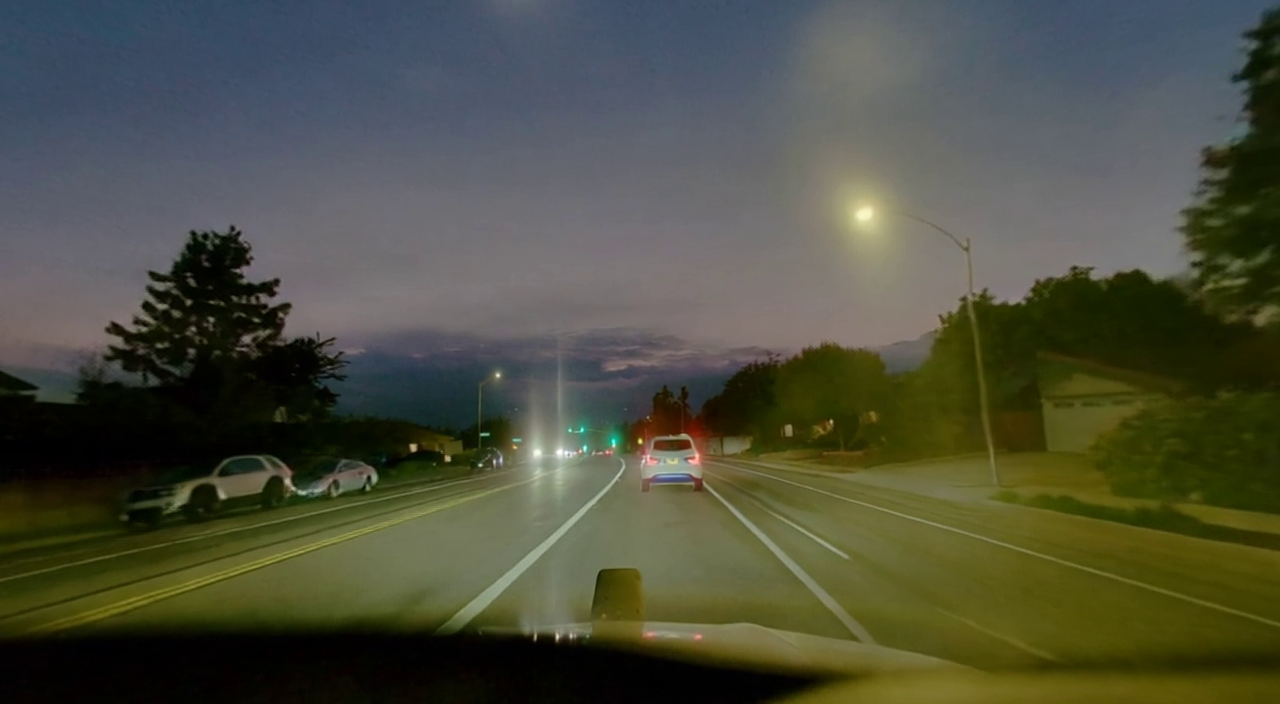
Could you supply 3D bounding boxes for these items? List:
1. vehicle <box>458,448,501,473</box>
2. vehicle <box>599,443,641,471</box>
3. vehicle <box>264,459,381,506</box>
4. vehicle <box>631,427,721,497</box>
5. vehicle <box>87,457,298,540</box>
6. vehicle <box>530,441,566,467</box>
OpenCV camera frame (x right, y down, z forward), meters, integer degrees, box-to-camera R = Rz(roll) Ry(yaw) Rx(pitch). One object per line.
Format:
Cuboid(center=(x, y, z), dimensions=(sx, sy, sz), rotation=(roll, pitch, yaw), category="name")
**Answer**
Cuboid(center=(-11.925, 8.070, 47.247), dimensions=(2.188, 1.813, 4.478), rotation=(0, -9, -2), category="vehicle")
Cuboid(center=(-1.166, 5.793, 35.072), dimensions=(2.196, 1.449, 4.006), rotation=(0, -9, -4), category="vehicle")
Cuboid(center=(-11.512, 4.743, 23.305), dimensions=(1.831, 1.464, 4.520), rotation=(0, -9, 2), category="vehicle")
Cuboid(center=(0.894, 3.155, 18.449), dimensions=(2.200, 1.763, 4.676), rotation=(0, -9, -2), category="vehicle")
Cuboid(center=(-11.884, 3.847, 17.368), dimensions=(2.150, 1.644, 5.120), rotation=(-6, -9, -1), category="vehicle")
Cuboid(center=(-7.193, 8.040, 49.788), dimensions=(2.146, 1.912, 4.878), rotation=(0, -9, -1), category="vehicle")
